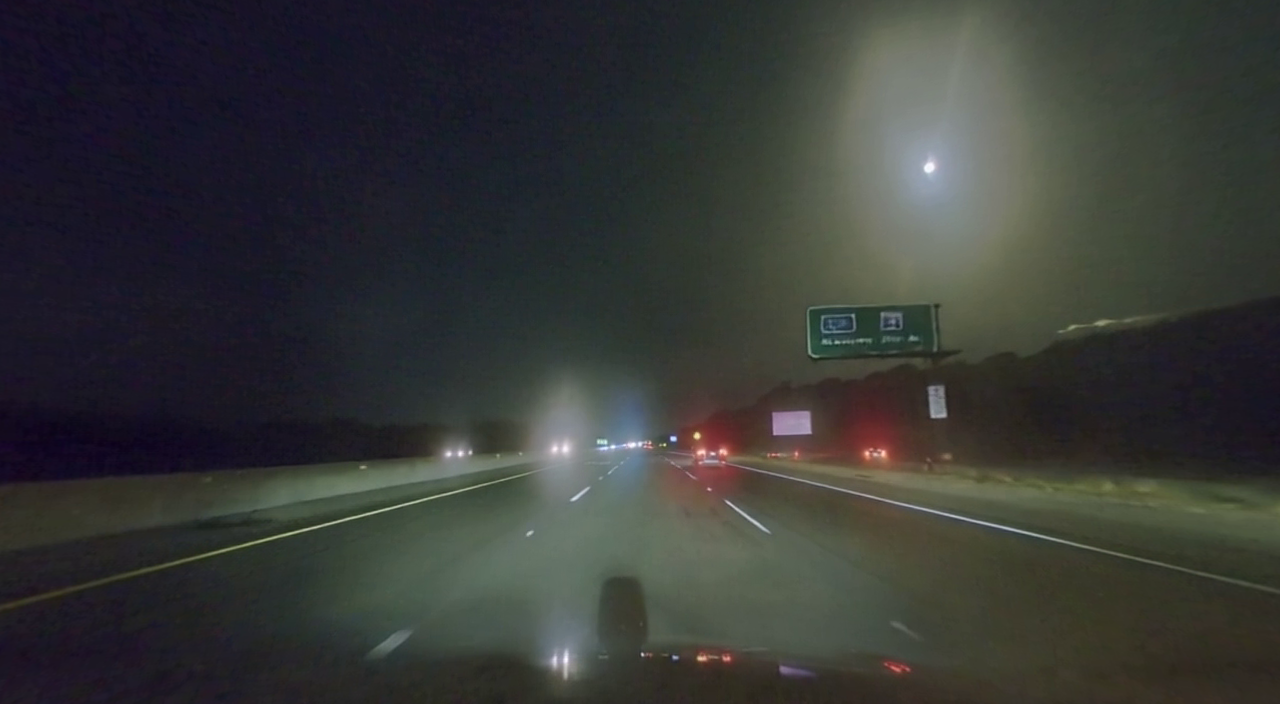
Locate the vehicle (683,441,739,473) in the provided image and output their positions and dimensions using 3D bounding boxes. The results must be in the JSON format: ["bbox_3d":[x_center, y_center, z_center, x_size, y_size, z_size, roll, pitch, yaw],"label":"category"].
[{"bbox_3d":[3.485,5.271,31.893,2.193,1.462,4.533,0,-8,-1],"label":"vehicle"}]
